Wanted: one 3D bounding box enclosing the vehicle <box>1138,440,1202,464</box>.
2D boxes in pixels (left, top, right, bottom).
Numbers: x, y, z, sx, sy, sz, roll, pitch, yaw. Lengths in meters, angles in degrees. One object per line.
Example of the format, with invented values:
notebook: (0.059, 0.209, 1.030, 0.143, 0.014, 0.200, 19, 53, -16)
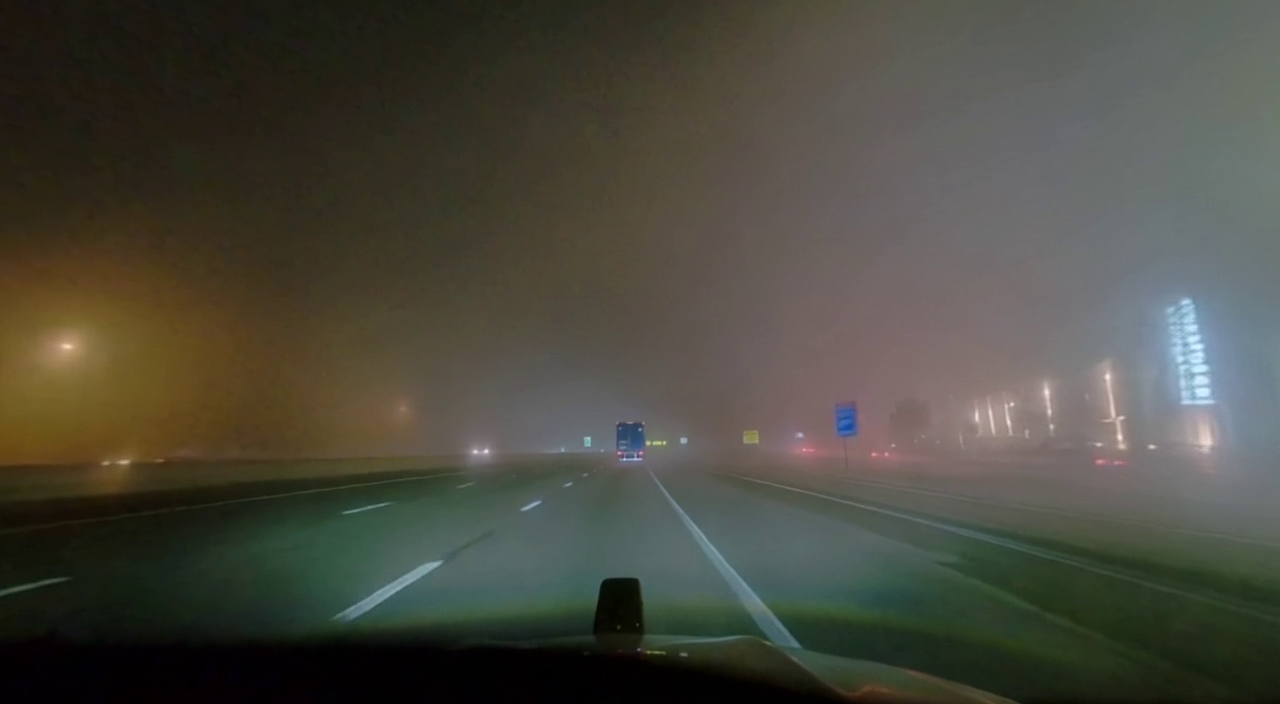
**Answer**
vehicle: (35.143, 6.619, 41.902, 1.802, 1.508, 4.220, -4, -9, 20)
